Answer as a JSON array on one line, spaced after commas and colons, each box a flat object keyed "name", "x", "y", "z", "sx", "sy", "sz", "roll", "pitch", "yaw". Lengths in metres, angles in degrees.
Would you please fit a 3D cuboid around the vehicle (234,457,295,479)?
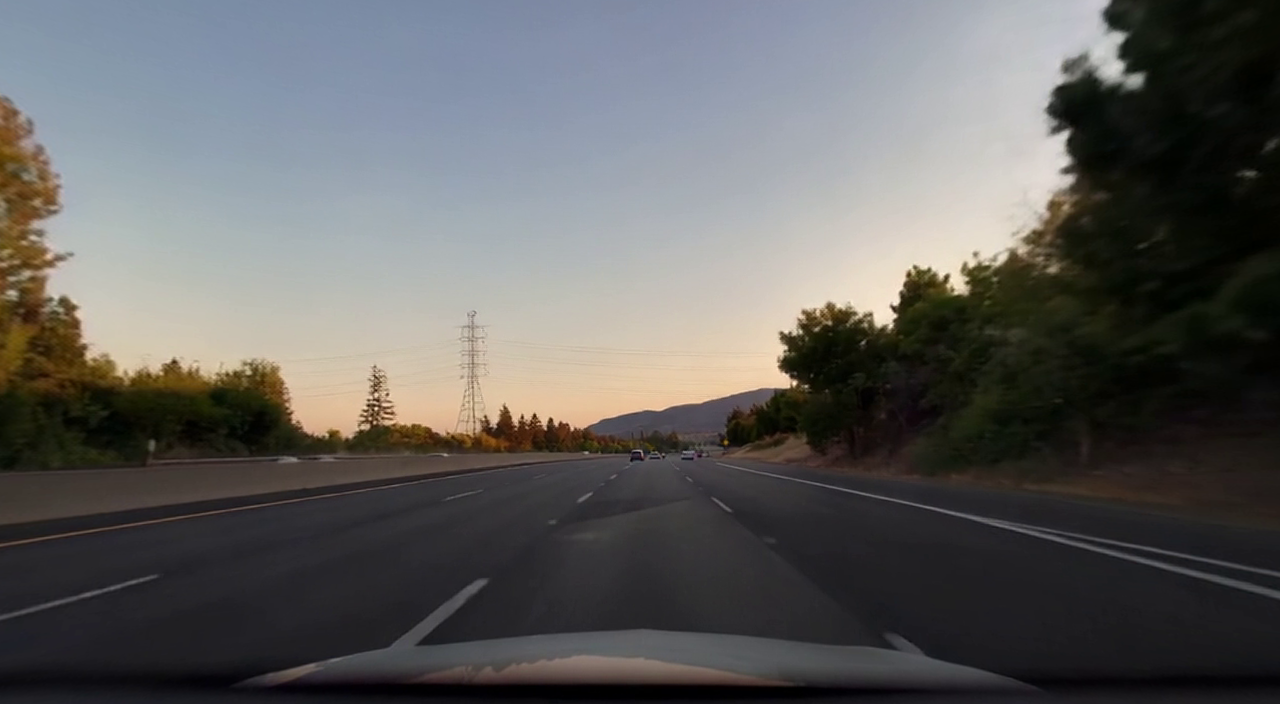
[{"name": "vehicle", "x": -27.904, "y": 8.611, "z": 47.039, "sx": 1.838, "sy": 1.474, "sz": 4.224, "roll": 0, "pitch": -8, "yaw": 2}]
